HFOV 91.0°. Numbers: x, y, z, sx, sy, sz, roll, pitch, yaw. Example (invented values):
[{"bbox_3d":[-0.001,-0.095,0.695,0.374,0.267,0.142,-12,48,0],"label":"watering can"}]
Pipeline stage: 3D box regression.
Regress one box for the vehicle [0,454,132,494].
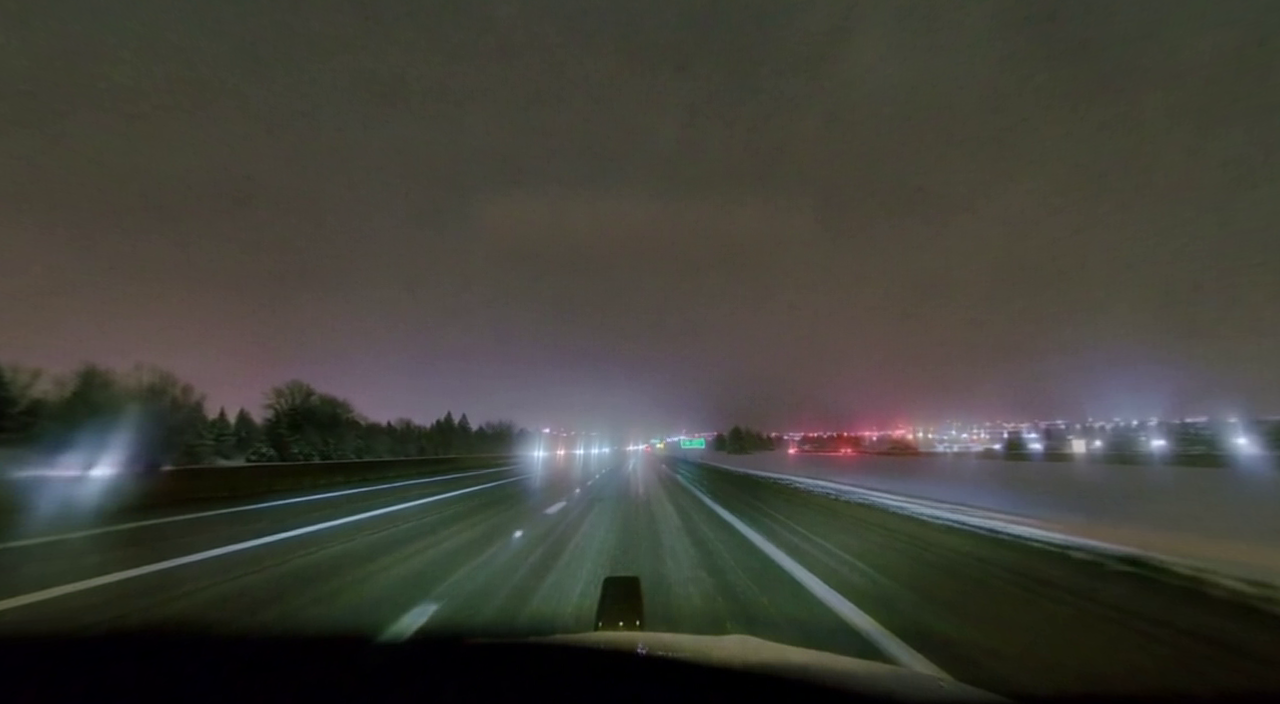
[{"bbox_3d":[-24.637,5.193,27.164,1.837,1.556,4.241,0,-9,0],"label":"vehicle"}]
